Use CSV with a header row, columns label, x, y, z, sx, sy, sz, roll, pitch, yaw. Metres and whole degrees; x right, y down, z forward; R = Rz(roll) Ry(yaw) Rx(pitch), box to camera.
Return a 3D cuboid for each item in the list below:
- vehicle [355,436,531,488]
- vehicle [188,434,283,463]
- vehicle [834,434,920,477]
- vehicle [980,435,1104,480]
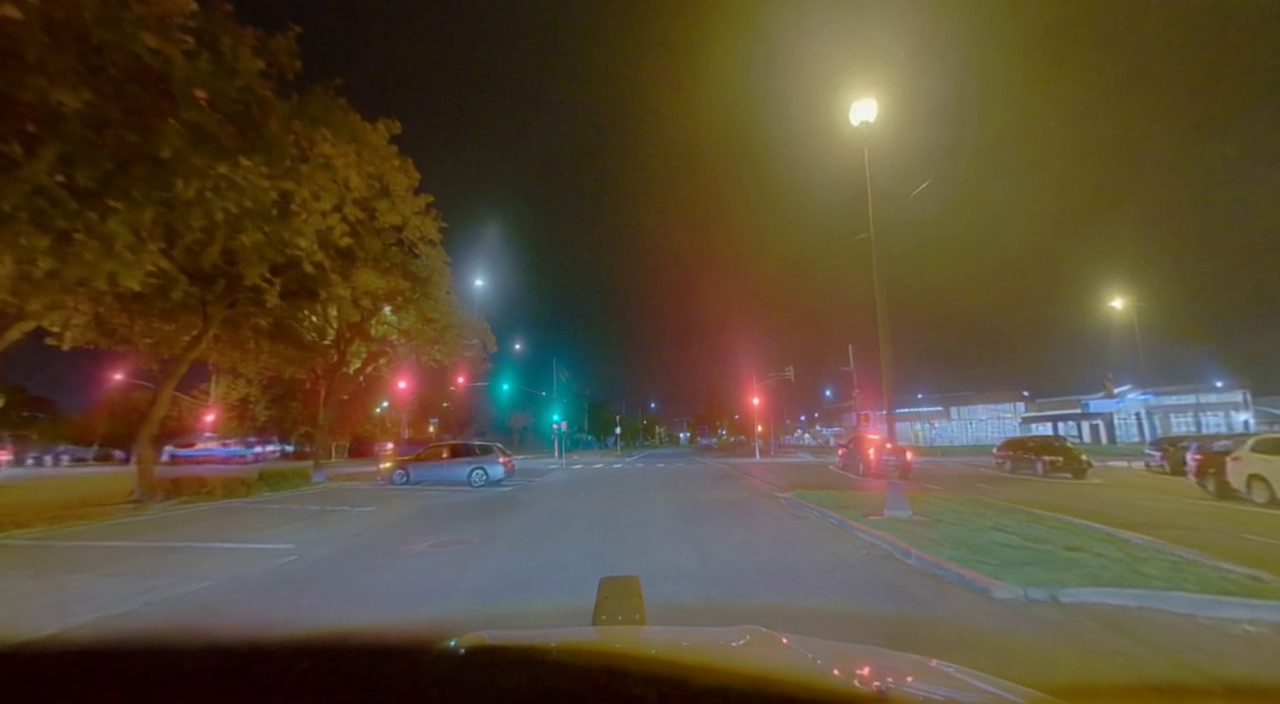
label,x,y,z,sx,sy,sz,roll,pitch,yaw
vehicle,-6.063,3.380,19.748,4.792,1.468,2.116,-1,-8,11
vehicle,-25.793,6.142,40.420,4.906,1.784,1.913,5,-9,-32
vehicle,9.238,4.046,25.091,2.061,1.519,4.794,-1,-8,6
vehicle,14.673,3.832,23.402,1.951,1.491,4.359,0,-8,4
